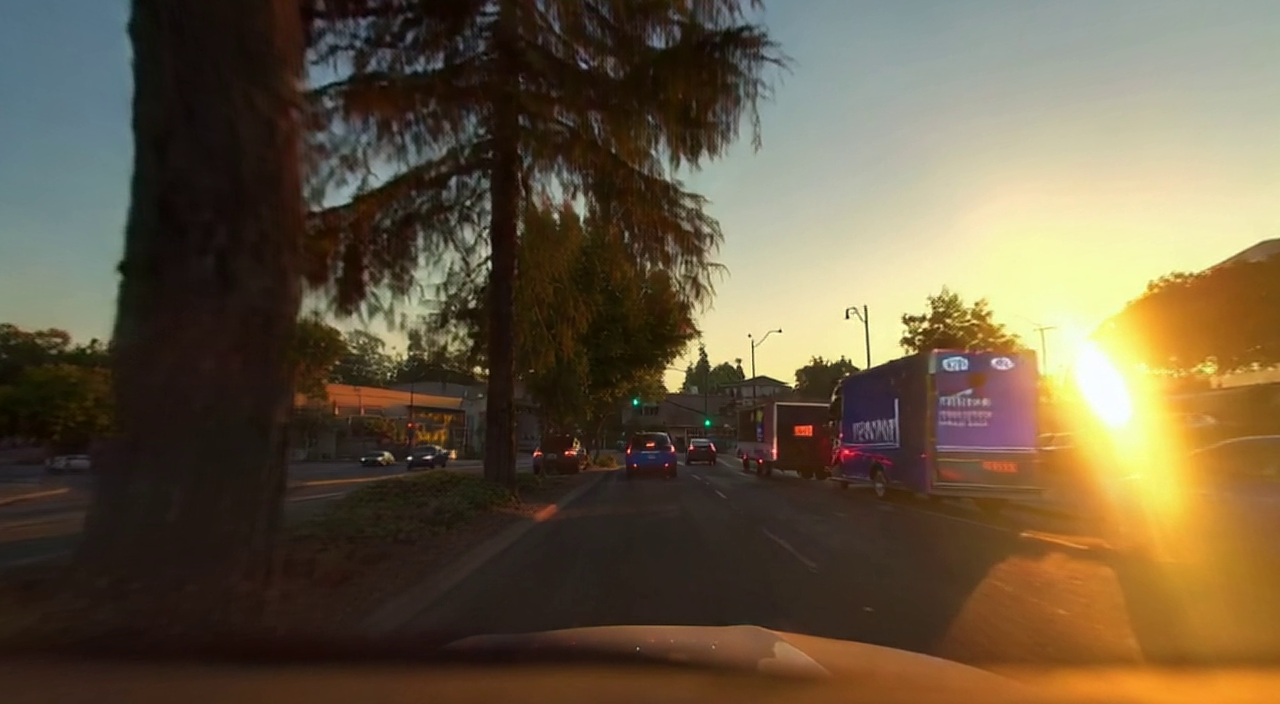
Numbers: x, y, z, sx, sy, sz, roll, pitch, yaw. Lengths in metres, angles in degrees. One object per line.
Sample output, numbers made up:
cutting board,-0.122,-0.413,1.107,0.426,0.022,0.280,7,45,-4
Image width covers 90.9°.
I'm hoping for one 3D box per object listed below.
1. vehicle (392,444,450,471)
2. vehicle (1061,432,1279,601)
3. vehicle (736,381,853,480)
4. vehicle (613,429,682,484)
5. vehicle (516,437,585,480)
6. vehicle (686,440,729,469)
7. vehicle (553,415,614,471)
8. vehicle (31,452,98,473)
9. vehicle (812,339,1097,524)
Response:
vehicle,-13.636,6.563,39.504,1.928,1.497,4.446,-1,-7,2
vehicle,6.625,1.529,6.126,1.980,1.473,4.537,-1,-9,1
vehicle,6.950,3.928,30.347,2.816,3.804,10.315,-3,-9,0
vehicle,0.276,3.640,22.151,2.209,1.718,4.008,-1,-9,1
vehicle,-3.373,4.107,24.588,2.008,1.500,4.369,-1,-9,1
vehicle,3.747,5.771,35.725,2.075,1.540,4.411,-1,-9,1
vehicle,-3.009,5.150,35.610,2.715,2.791,7.171,-1,-9,1
vehicle,-41.422,7.937,45.484,1.795,1.416,4.294,2,-9,-16
vehicle,6.784,2.010,15.481,2.891,3.361,7.843,0,-9,0
